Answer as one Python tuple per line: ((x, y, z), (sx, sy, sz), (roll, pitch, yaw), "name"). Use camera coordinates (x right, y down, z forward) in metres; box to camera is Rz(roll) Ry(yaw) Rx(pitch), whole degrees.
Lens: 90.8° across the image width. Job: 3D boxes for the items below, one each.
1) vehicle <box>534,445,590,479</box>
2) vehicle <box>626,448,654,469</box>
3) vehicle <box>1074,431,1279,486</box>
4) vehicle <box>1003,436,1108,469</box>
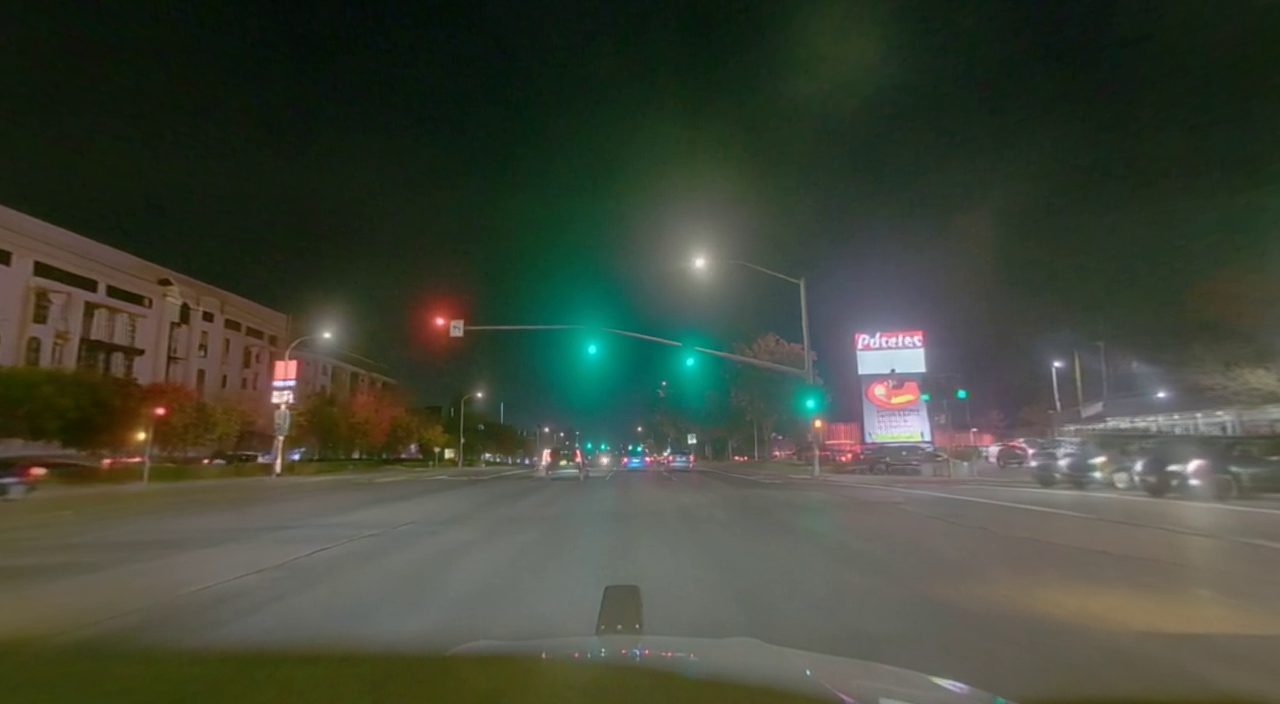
((-3.736, 5.388, 31.288), (2.035, 1.564, 4.702), (-1, -8, 2), "vehicle")
((-0.038, 8.022, 47.712), (2.072, 1.473, 4.139), (0, -9, -1), "vehicle")
((16.567, 3.238, 19.351), (4.810, 1.529, 2.142), (-2, -9, 9), "vehicle")
((20.764, 5.049, 31.891), (1.967, 1.540, 4.966), (0, -8, 1), "vehicle")
